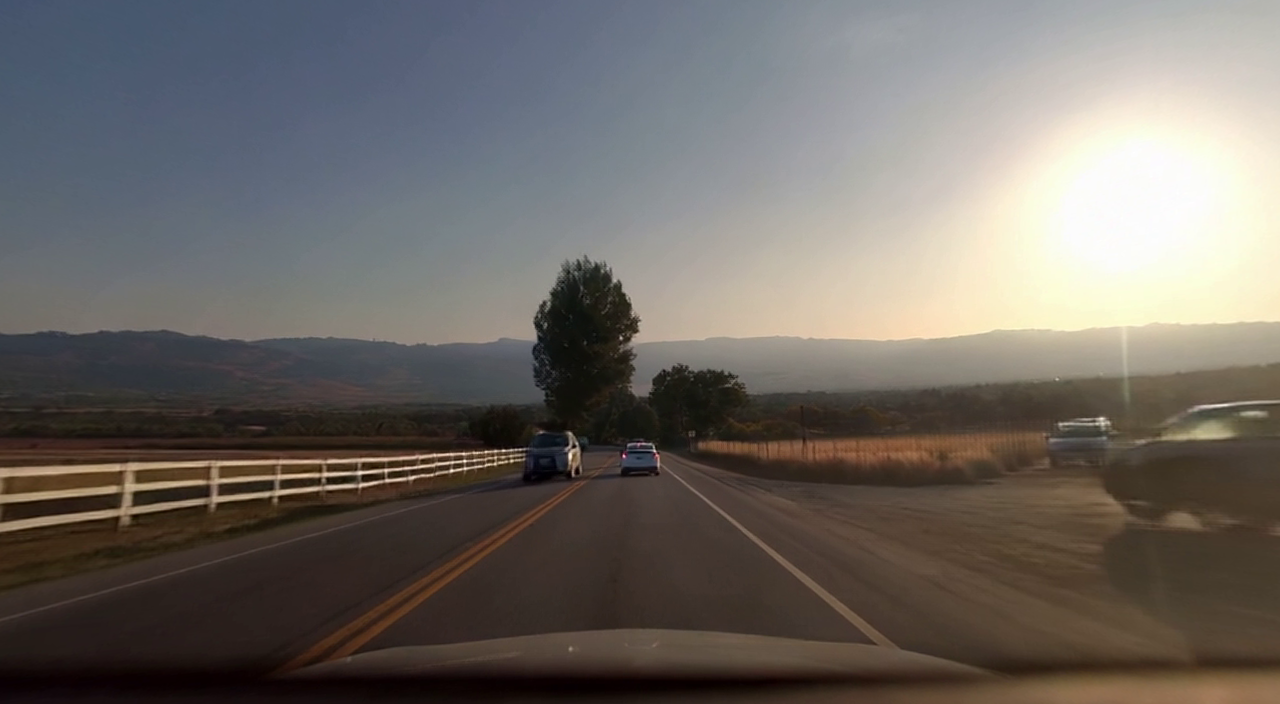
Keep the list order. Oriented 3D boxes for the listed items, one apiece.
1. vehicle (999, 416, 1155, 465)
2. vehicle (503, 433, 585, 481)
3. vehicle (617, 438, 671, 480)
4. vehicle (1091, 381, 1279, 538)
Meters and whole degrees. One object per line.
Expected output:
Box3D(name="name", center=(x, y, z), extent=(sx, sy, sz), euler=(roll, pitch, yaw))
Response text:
Box3D(name="vehicle", center=(17.233, 3.578, 25.228), extent=(1.943, 1.739, 4.668), euler=(4, -10, -25))
Box3D(name="vehicle", center=(-4.559, 5.183, 31.516), extent=(2.906, 2.116, 6.952), euler=(0, -9, 1))
Box3D(name="vehicle", center=(0.154, 4.580, 27.230), extent=(2.158, 1.669, 4.006), euler=(0, -9, 0))
Box3D(name="vehicle", center=(9.310, 1.376, 8.081), extent=(2.402, 1.965, 6.091), euler=(0, -9, -2))
